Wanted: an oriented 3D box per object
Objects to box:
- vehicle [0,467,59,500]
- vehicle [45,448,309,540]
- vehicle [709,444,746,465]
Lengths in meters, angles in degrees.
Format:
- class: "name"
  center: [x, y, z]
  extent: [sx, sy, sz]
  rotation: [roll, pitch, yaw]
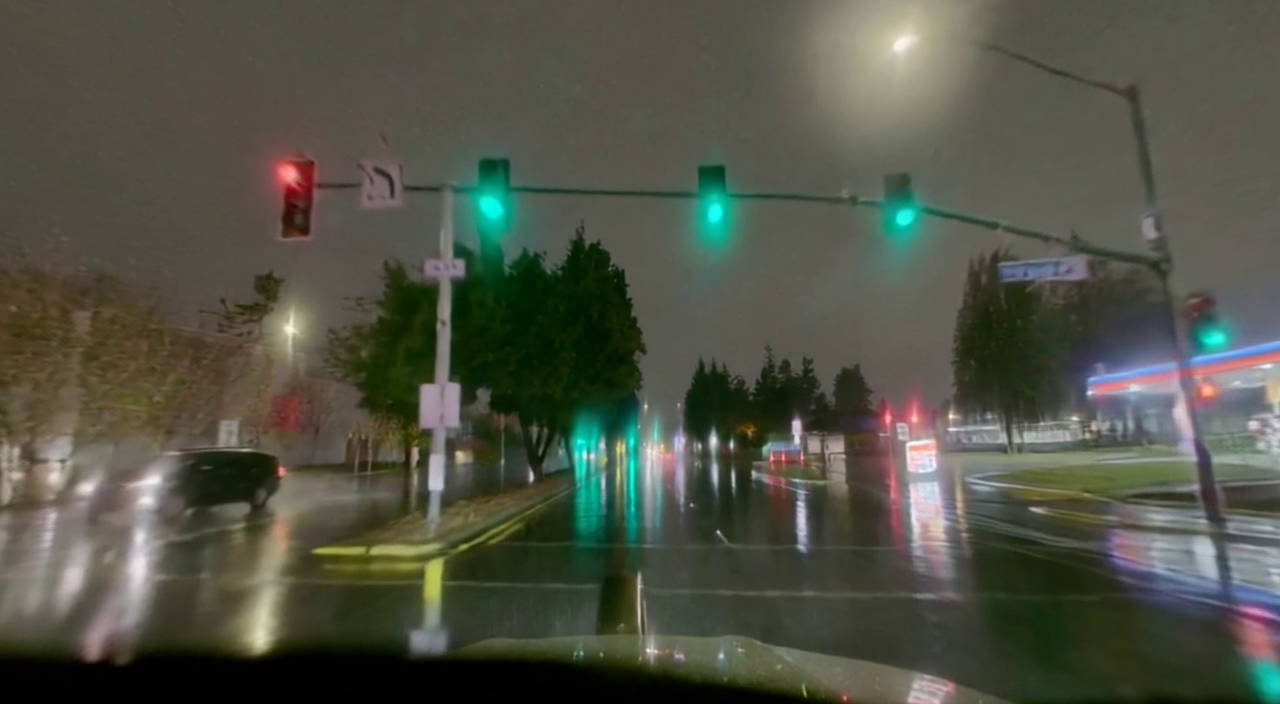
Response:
- class: "vehicle"
  center: [-36.367, 7.462, 36.070]
  extent: [4.645, 1.728, 2.059]
  rotation: [-2, -9, 7]
- class: "vehicle"
  center: [-9.147, 2.797, 13.156]
  extent: [2.029, 1.452, 4.598]
  rotation: [-3, -9, 0]
- class: "vehicle"
  center: [6.509, 7.657, 47.297]
  extent: [1.990, 1.508, 4.426]
  rotation: [0, -9, -2]
